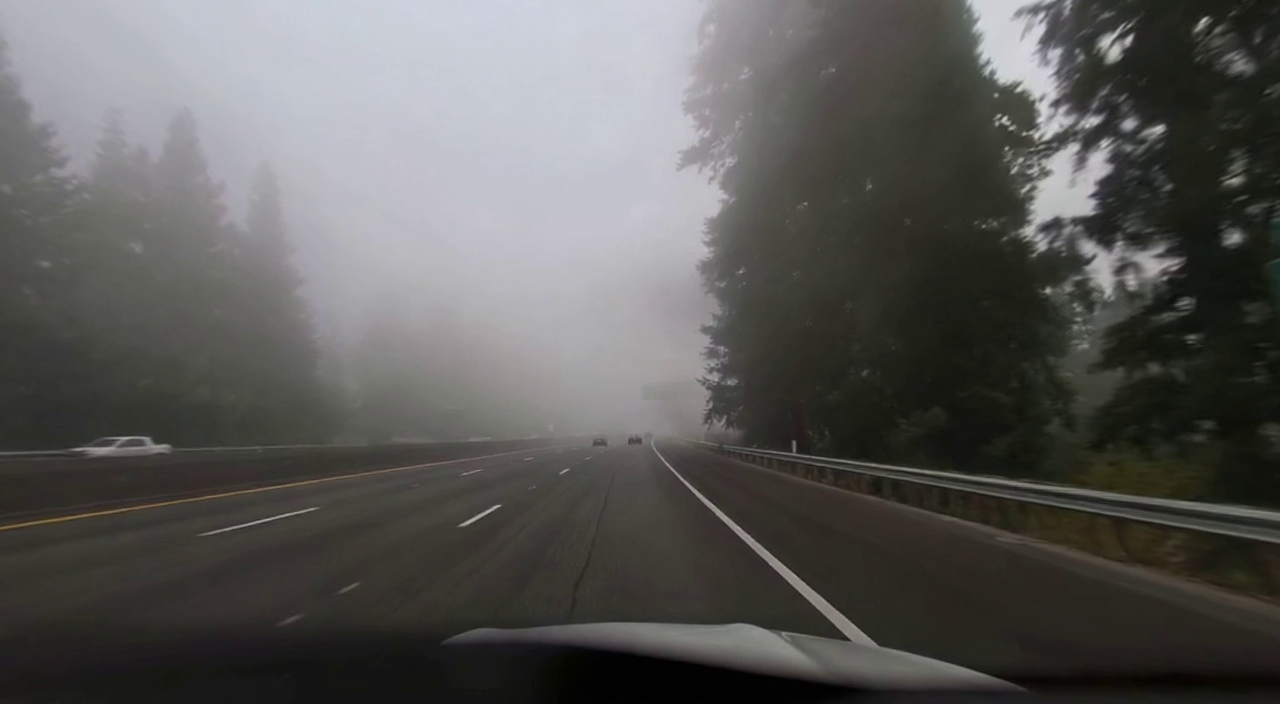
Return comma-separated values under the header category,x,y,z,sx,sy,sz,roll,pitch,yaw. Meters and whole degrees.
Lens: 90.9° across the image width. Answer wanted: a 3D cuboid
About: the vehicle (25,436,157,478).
category,x,y,z,sx,sy,sz,roll,pitch,yaw
vehicle,-24.189,4.595,28.012,1.903,1.705,4.316,0,-8,1
